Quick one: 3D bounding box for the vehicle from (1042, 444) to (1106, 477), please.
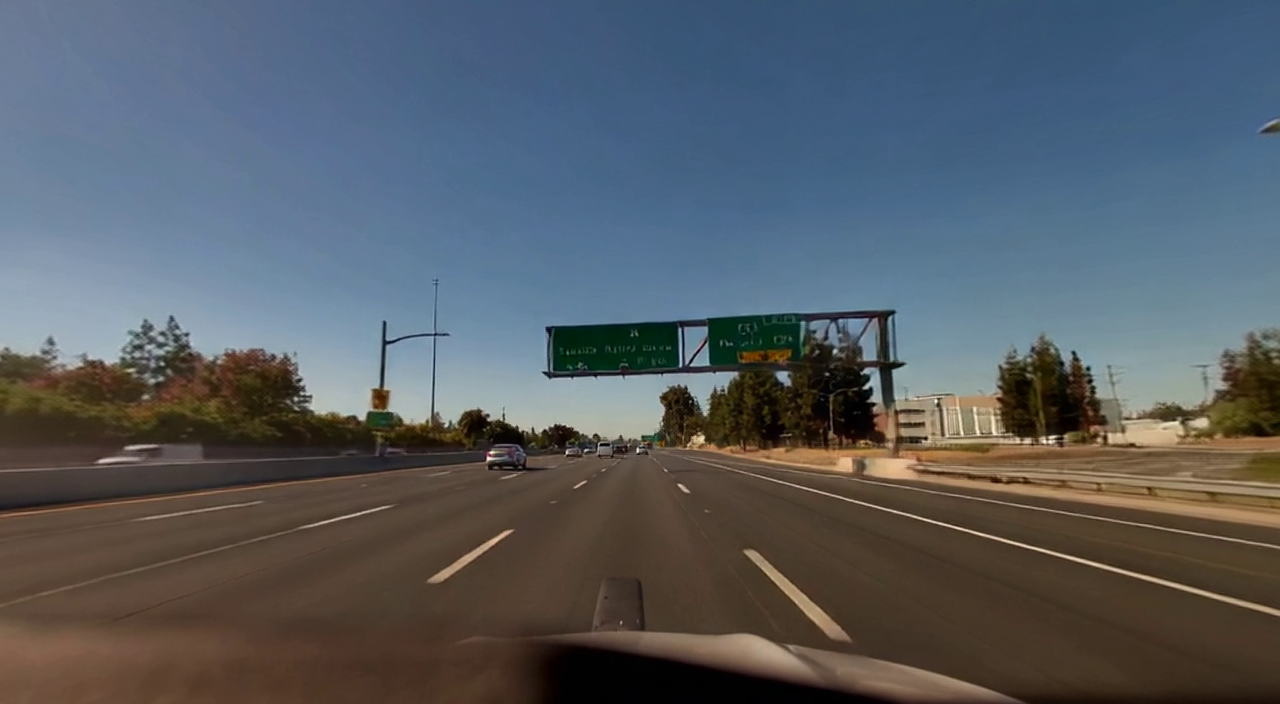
[{"bbox_3d":[23.932,5.963,34.867,2.011,1.550,4.792,0,-8,24],"label":"vehicle"}]

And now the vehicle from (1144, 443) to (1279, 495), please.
[{"bbox_3d":[19.936,3.943,21.501,1.989,1.529,4.791,1,-8,8],"label":"vehicle"}]

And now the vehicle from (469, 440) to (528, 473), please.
[{"bbox_3d":[-7.093,5.253,31.909,1.985,1.513,4.172,0,-8,0],"label":"vehicle"}]

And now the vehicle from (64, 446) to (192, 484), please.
[{"bbox_3d":[-24.814,5.456,30.810,2.097,1.676,4.828,0,-9,1],"label":"vehicle"}]
